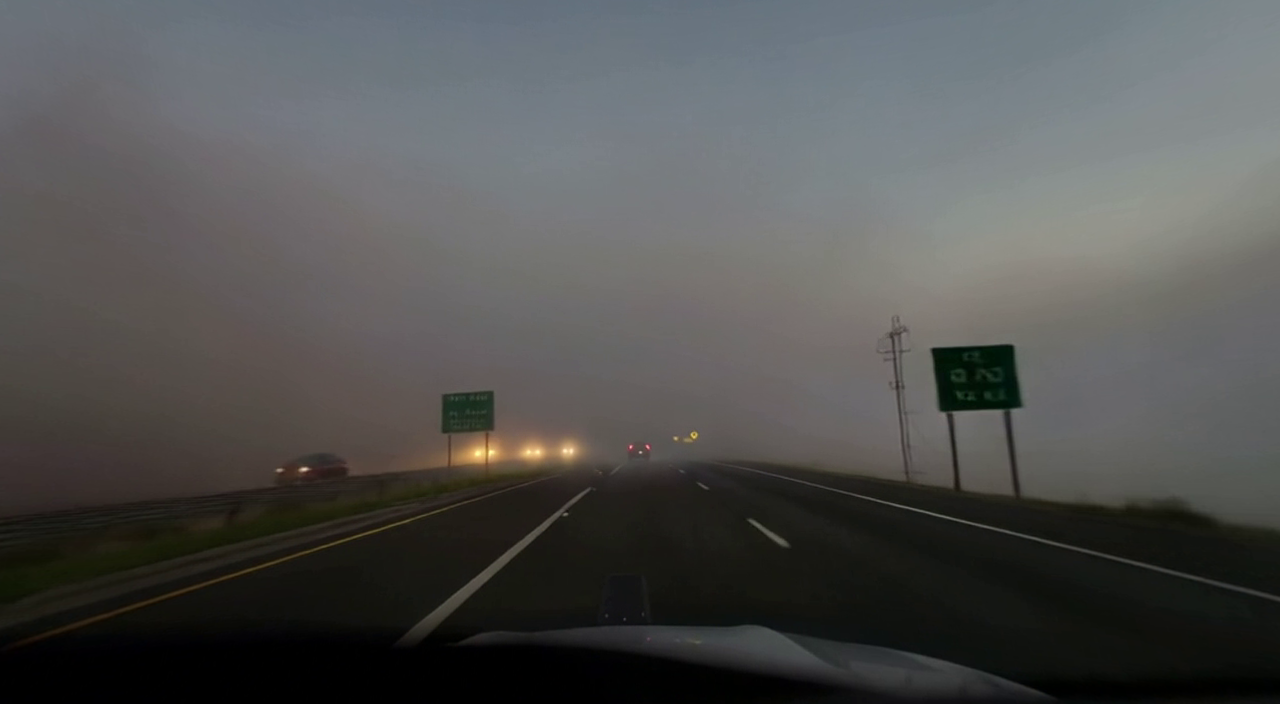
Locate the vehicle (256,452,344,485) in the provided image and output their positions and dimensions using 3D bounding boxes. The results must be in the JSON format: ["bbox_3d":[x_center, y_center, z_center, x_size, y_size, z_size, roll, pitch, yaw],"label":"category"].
[{"bbox_3d":[-17.045,5.847,31.879,1.897,1.456,4.513,0,-8,1],"label":"vehicle"}]
